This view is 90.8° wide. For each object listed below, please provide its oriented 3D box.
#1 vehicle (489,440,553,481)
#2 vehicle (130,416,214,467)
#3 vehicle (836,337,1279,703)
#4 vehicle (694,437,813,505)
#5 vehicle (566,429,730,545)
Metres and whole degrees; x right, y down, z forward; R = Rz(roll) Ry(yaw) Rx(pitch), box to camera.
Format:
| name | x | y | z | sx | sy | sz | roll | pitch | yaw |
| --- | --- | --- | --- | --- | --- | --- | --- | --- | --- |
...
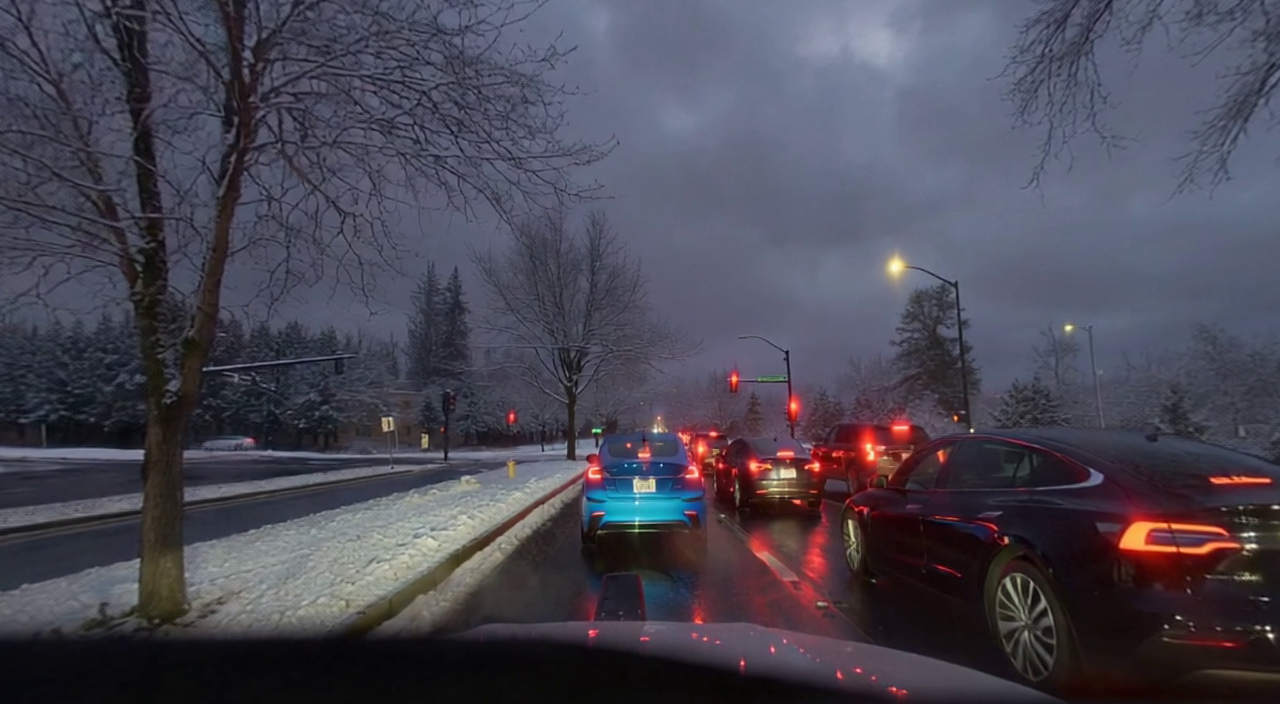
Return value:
| name | x | y | z | sx | sy | sz | roll | pitch | yaw |
| --- | --- | --- | --- | --- | --- | --- | --- | --- | --- |
| vehicle | -4.653 | 4.286 | 25.249 | 1.972 | 1.457 | 4.171 | 0 | -8 | -4 |
| vehicle | -29.285 | 5.617 | 39.679 | 2.608 | 2.990 | 3.026 | 2 | -8 | 3 |
| vehicle | 3.181 | 1.104 | 4.299 | 2.167 | 1.676 | 4.443 | 0 | -8 | -1 |
| vehicle | 2.684 | 2.930 | 16.032 | 2.058 | 1.466 | 4.208 | 0 | -8 | -3 |
| vehicle | 0.017 | 2.082 | 10.451 | 2.147 | 1.499 | 4.240 | 0 | -8 | -2 |
